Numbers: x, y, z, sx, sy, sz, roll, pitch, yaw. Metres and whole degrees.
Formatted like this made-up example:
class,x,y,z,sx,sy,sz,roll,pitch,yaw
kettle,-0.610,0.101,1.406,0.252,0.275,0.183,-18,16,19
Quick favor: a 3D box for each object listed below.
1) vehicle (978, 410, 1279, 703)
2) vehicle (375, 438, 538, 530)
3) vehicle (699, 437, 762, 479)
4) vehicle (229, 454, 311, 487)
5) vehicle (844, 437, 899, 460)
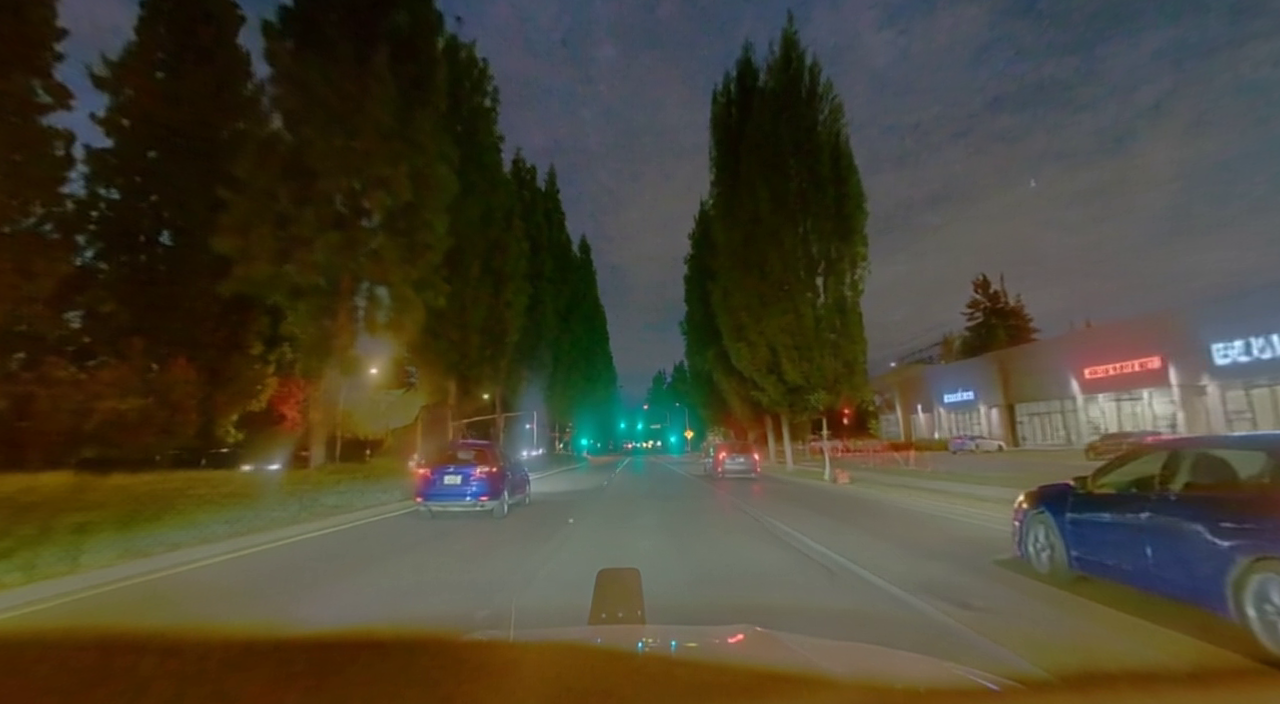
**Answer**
class,x,y,z,sx,sy,sz,roll,pitch,yaw
vehicle,4.120,1.165,3.991,1.827,1.491,3.743,0,-9,-1
vehicle,-3.363,2.496,12.510,2.020,1.474,4.098,0,-9,0
vehicle,4.183,5.001,30.033,2.159,1.793,4.735,0,-9,-1
vehicle,-20.607,6.562,35.404,1.923,1.669,4.407,0,-9,0
vehicle,17.062,7.142,46.796,1.941,1.559,4.633,1,-9,-6
